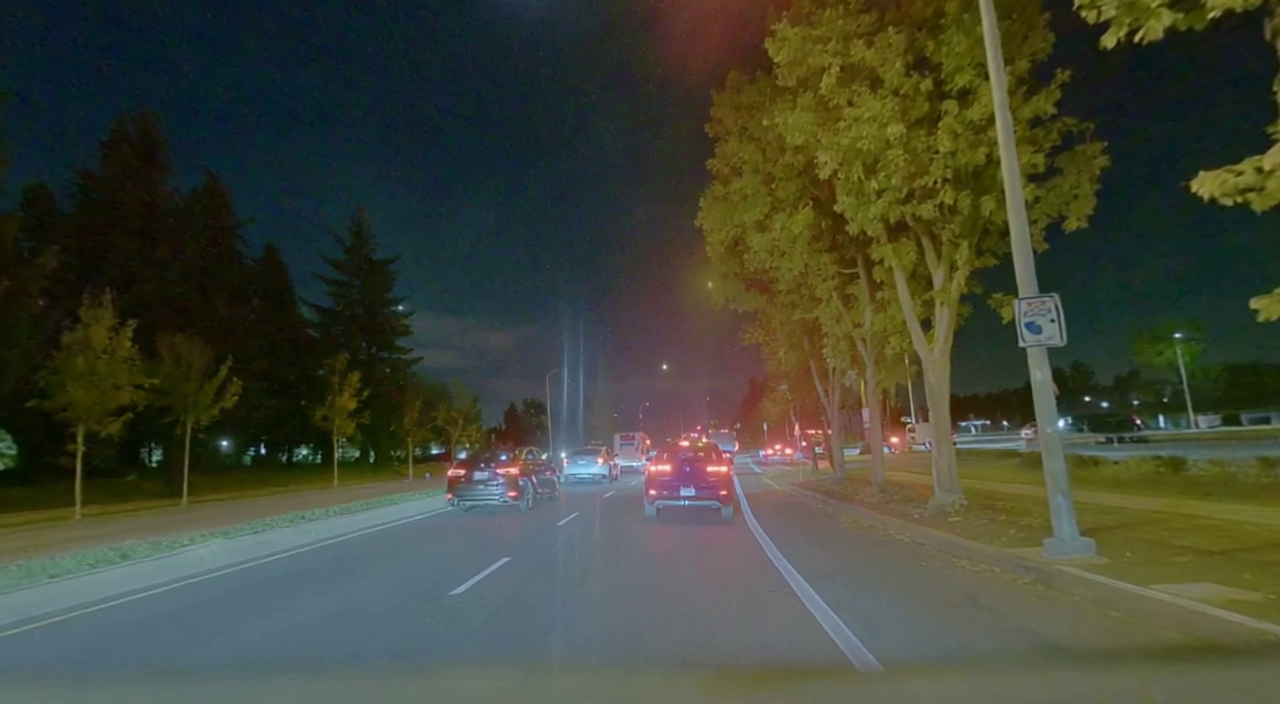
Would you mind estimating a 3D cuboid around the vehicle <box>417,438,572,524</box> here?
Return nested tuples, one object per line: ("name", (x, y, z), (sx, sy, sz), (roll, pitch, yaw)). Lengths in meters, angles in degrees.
("vehicle", (-2.828, 2.609, 13.335), (1.940, 1.502, 4.241), (-1, -9, 5))

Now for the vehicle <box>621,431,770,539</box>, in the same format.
("vehicle", (0.888, 2.240, 11.203), (2.142, 1.528, 4.133), (-1, -9, 3))

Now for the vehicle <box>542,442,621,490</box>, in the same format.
("vehicle", (-1.928, 3.919, 22.062), (1.870, 1.490, 4.187), (-1, -9, 7))
